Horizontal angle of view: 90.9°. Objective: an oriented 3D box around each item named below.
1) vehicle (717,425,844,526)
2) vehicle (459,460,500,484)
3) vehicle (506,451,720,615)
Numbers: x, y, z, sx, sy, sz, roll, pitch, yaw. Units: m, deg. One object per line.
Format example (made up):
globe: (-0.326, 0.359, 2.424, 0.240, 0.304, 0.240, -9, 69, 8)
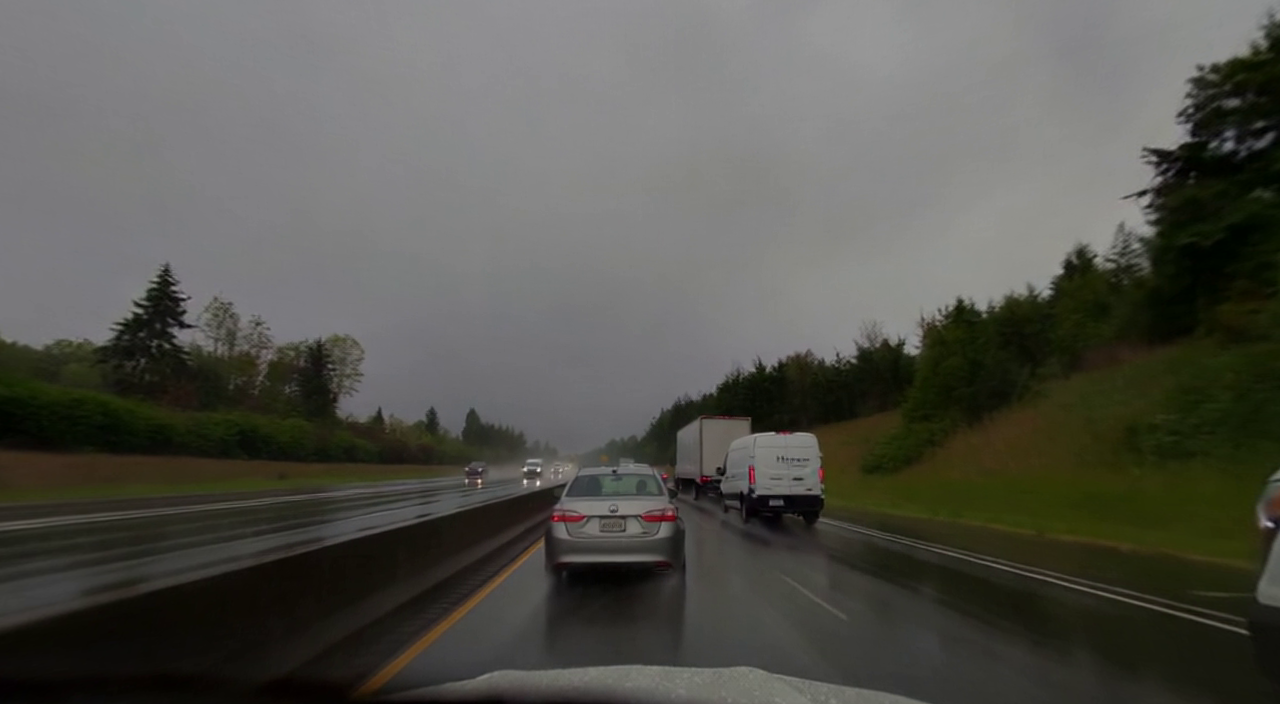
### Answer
vehicle: (3.902, 3.648, 18.779, 2.328, 2.537, 5.290, 1, -11, -2)
vehicle: (-11.166, 8.394, 44.112, 1.872, 1.510, 4.266, 1, -11, -2)
vehicle: (-0.275, 2.015, 7.644, 1.980, 1.493, 3.410, 1, -11, -1)
